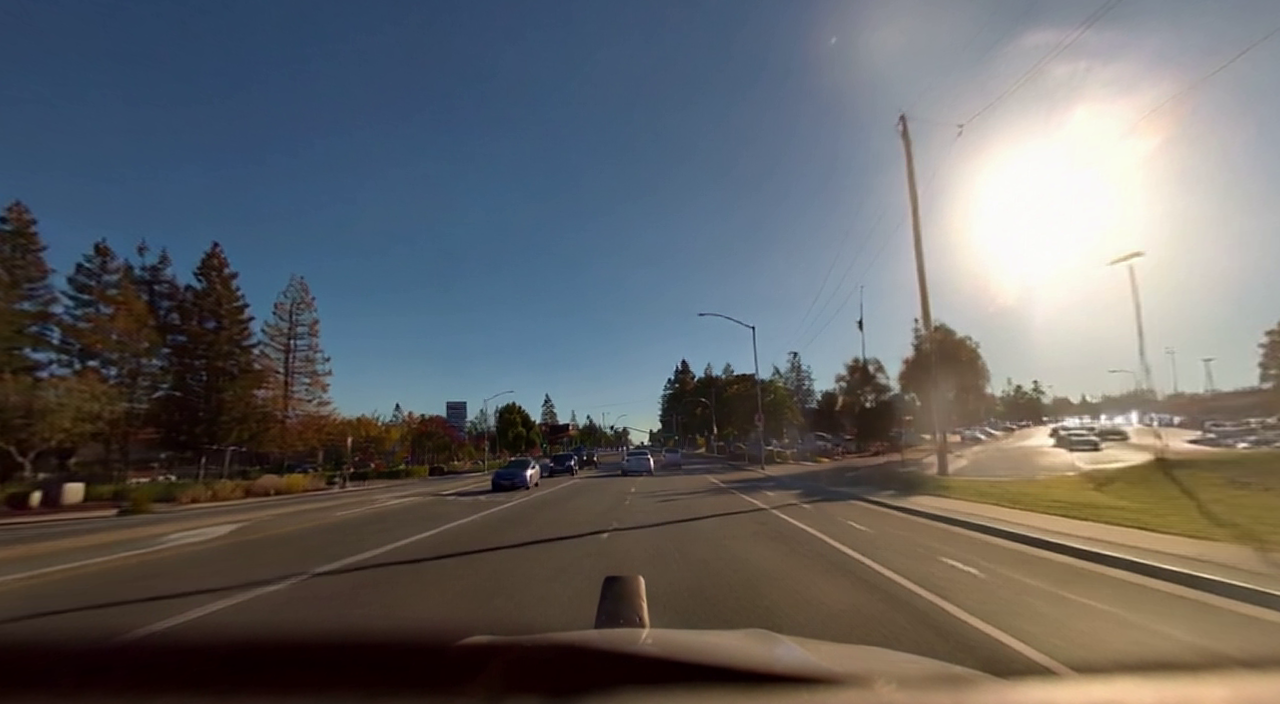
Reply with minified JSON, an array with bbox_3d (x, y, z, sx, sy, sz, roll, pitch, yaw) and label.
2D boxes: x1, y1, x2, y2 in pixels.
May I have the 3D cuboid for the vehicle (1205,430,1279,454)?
[{"bbox_3d":[39.463,5.796,40.536,1.810,1.442,4.420,1,-9,-10],"label":"vehicle"}]

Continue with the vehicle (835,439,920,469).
[{"bbox_3d":[17.442,7.556,47.421,2.618,1.565,11.353,-4,-7,3],"label":"vehicle"}]

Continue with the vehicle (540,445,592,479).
[{"bbox_3d":[-4.485,6.754,39.277,2.298,1.905,5.777,-1,-9,2],"label":"vehicle"}]

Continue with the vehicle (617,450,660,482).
[{"bbox_3d":[-0.081,5.436,30.372,1.917,1.418,3.987,-1,-9,0],"label":"vehicle"}]

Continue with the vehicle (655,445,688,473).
[{"bbox_3d":[2.085,7.074,41.948,2.046,1.768,4.370,-1,-9,2],"label":"vehicle"}]

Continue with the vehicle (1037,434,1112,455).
[{"bbox_3d":[31.492,6.693,45.849,4.202,1.432,1.934,1,-9,-9],"label":"vehicle"}]
